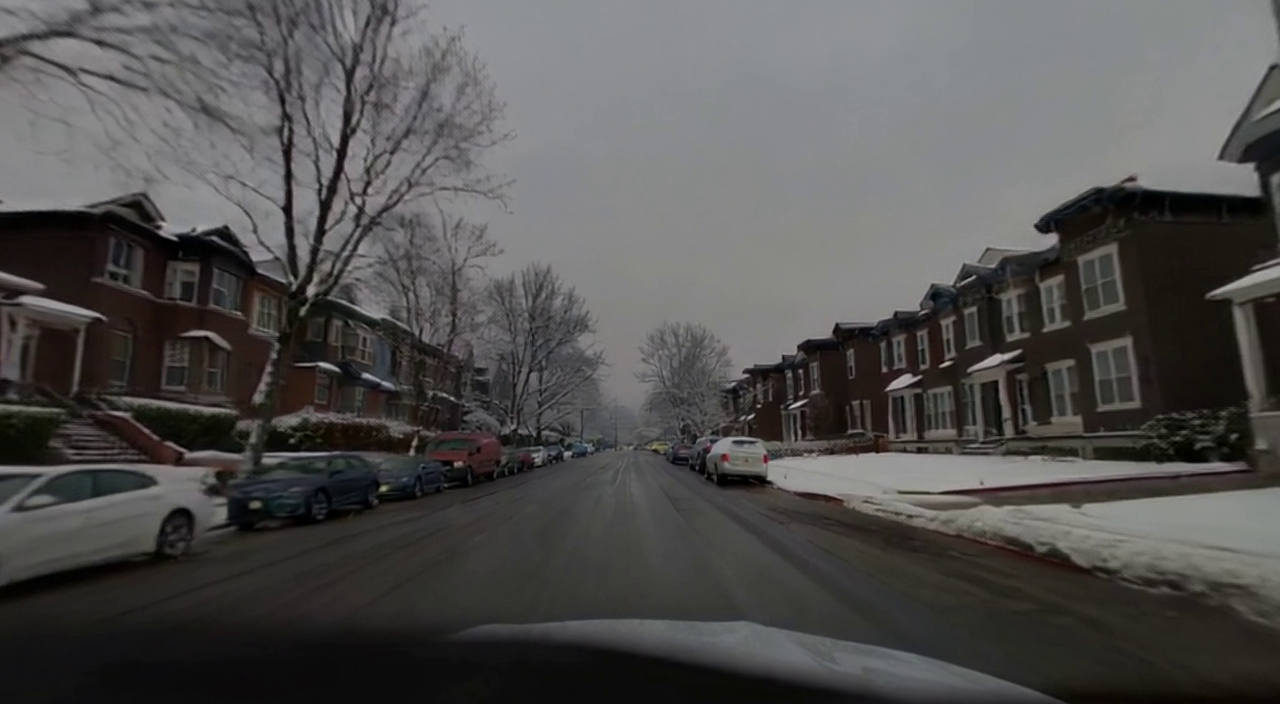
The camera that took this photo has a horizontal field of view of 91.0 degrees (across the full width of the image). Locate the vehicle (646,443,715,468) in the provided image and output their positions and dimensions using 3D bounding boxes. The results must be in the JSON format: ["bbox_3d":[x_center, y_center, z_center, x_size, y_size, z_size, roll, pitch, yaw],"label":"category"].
[{"bbox_3d":[2.914,7.585,46.228,4.726,1.731,2.075,-7,-11,38],"label":"vehicle"}]

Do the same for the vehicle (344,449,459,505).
[{"bbox_3d":[-7.212,3.796,19.566,1.953,1.501,4.125,-1,-9,0],"label":"vehicle"}]

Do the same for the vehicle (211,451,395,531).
[{"bbox_3d":[-7.255,2.987,14.126,1.832,1.483,4.140,-1,-9,0],"label":"vehicle"}]

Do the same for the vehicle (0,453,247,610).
[{"bbox_3d":[-7.084,1.993,7.598,1.845,1.475,4.495,-1,-9,-1],"label":"vehicle"}]

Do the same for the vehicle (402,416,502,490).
[{"bbox_3d":[-7.507,4.216,25.965,2.341,2.674,5.753,-1,-10,0],"label":"vehicle"}]

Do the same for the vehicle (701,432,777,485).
[{"bbox_3d":[3.936,4.378,26.064,2.216,1.955,4.970,0,-9,-1],"label":"vehicle"}]
